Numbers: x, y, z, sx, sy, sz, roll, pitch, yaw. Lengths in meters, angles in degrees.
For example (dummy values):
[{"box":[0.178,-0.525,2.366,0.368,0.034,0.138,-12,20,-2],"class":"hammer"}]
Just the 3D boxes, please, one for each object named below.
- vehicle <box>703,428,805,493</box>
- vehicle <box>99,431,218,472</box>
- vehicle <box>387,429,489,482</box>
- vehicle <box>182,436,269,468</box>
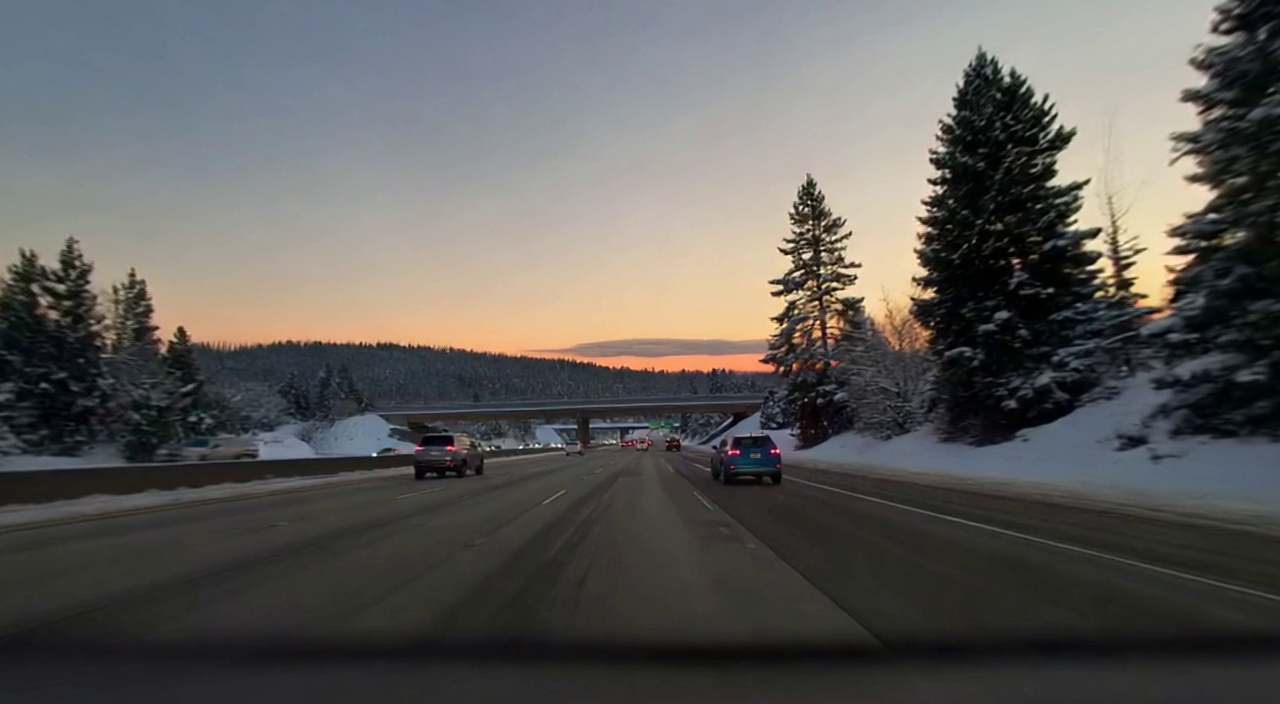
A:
[{"box":[3.296,3.255,19.291,2.185,1.749,4.477,0,-8,-1],"class":"vehicle"},{"box":[-29.072,6.052,38.551,2.255,2.247,6.168,0,-8,1],"class":"vehicle"},{"box":[-7.588,3.950,24.377,2.193,1.818,4.995,0,-8,1],"class":"vehicle"},{"box":[-29.051,7.030,44.567,2.486,2.052,5.260,0,-9,1],"class":"vehicle"}]
